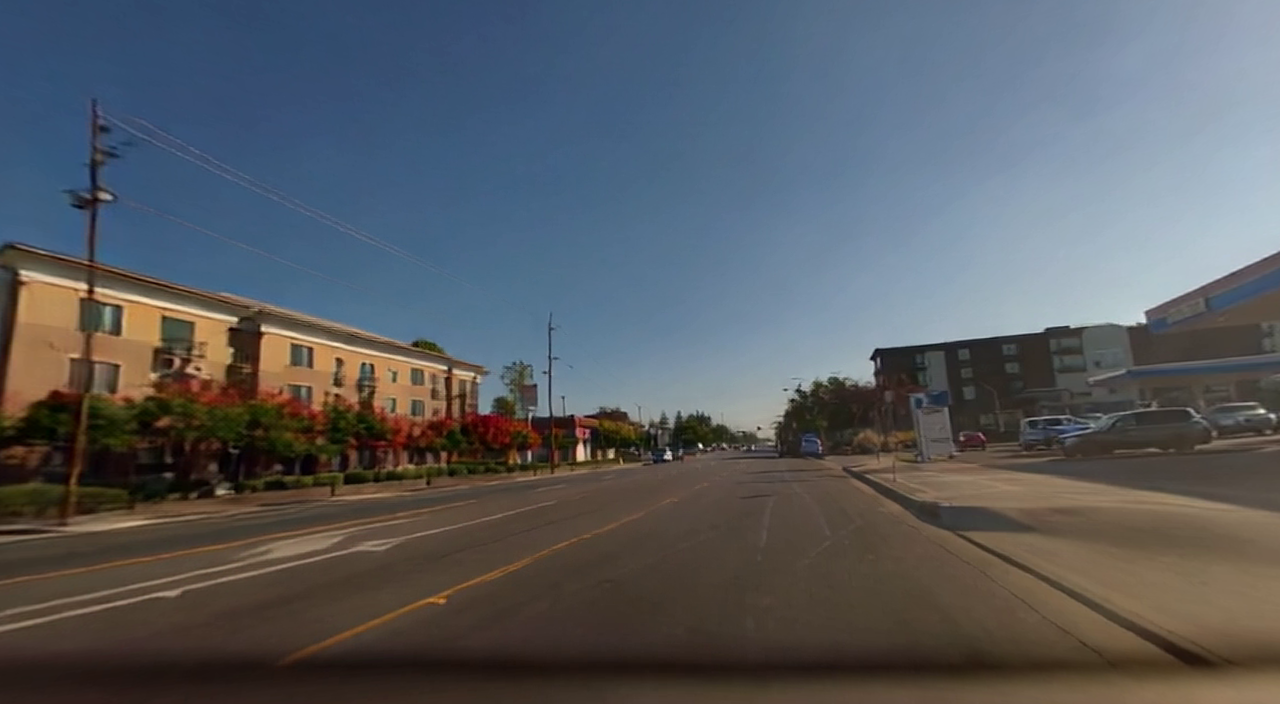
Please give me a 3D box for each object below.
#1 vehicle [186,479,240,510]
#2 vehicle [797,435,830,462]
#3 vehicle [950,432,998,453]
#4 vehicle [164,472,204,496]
[{"bbox_3d":[-24.405,8.050,35.993,1.837,1.460,4.672,6,-12,-41],"label":"vehicle"},{"bbox_3d":[12.908,7.207,47.057,2.194,1.896,5.049,-3,-9,14],"label":"vehicle"},{"bbox_3d":[23.043,6.292,43.754,1.919,1.411,4.440,-3,-9,15],"label":"vehicle"},{"bbox_3d":[-33.181,9.566,45.883,1.776,1.507,3.929,8,-12,-42],"label":"vehicle"}]
